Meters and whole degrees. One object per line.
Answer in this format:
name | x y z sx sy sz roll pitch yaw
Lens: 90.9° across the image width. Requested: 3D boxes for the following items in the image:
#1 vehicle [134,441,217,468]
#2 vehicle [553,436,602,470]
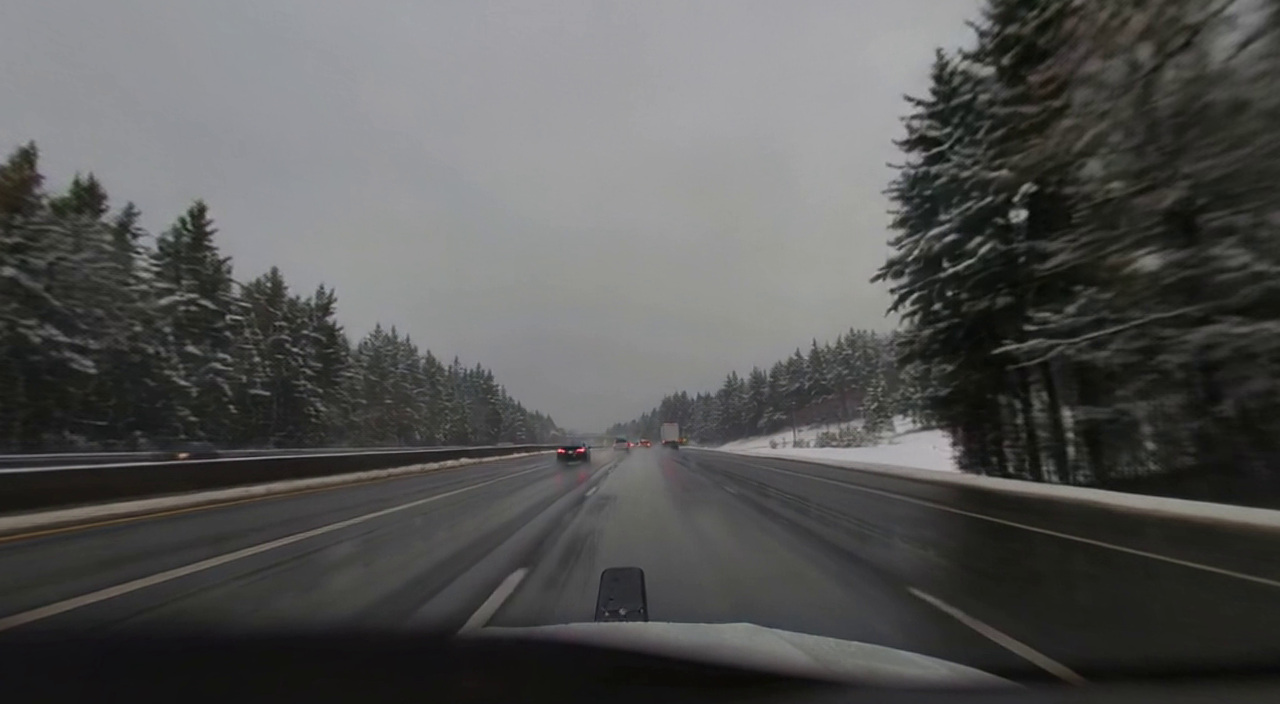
vehicle | -32.156 7.078 43.876 1.901 1.713 5.070 -1 -7 0
vehicle | -3.058 5.052 31.633 2.025 1.571 3.662 0 -9 1
